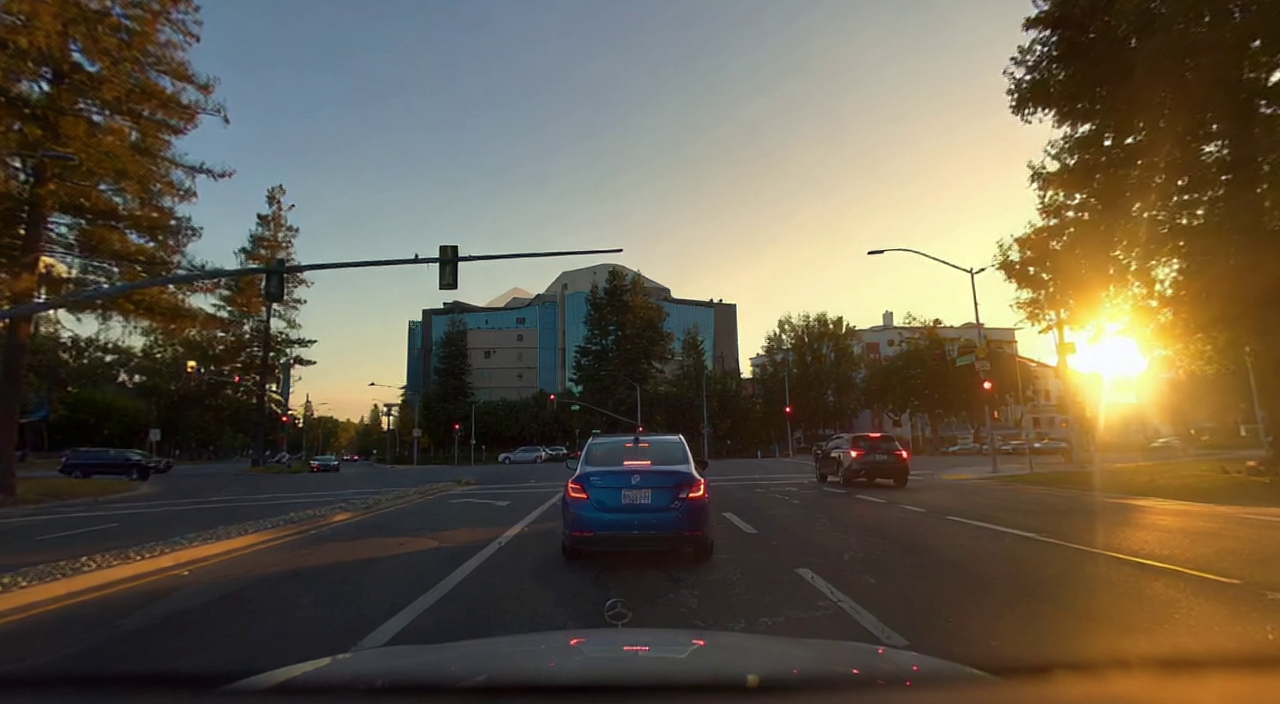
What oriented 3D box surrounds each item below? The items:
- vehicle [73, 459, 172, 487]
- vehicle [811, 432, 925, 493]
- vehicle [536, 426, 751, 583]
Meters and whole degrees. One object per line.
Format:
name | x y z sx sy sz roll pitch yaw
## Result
vehicle | -32.399 7.561 39.644 4.401 1.625 1.863 0 -8 -4
vehicle | 7.049 3.440 20.061 2.039 1.692 4.319 0 -8 1
vehicle | -0.022 1.783 8.267 2.070 1.488 4.206 0 -8 -2
